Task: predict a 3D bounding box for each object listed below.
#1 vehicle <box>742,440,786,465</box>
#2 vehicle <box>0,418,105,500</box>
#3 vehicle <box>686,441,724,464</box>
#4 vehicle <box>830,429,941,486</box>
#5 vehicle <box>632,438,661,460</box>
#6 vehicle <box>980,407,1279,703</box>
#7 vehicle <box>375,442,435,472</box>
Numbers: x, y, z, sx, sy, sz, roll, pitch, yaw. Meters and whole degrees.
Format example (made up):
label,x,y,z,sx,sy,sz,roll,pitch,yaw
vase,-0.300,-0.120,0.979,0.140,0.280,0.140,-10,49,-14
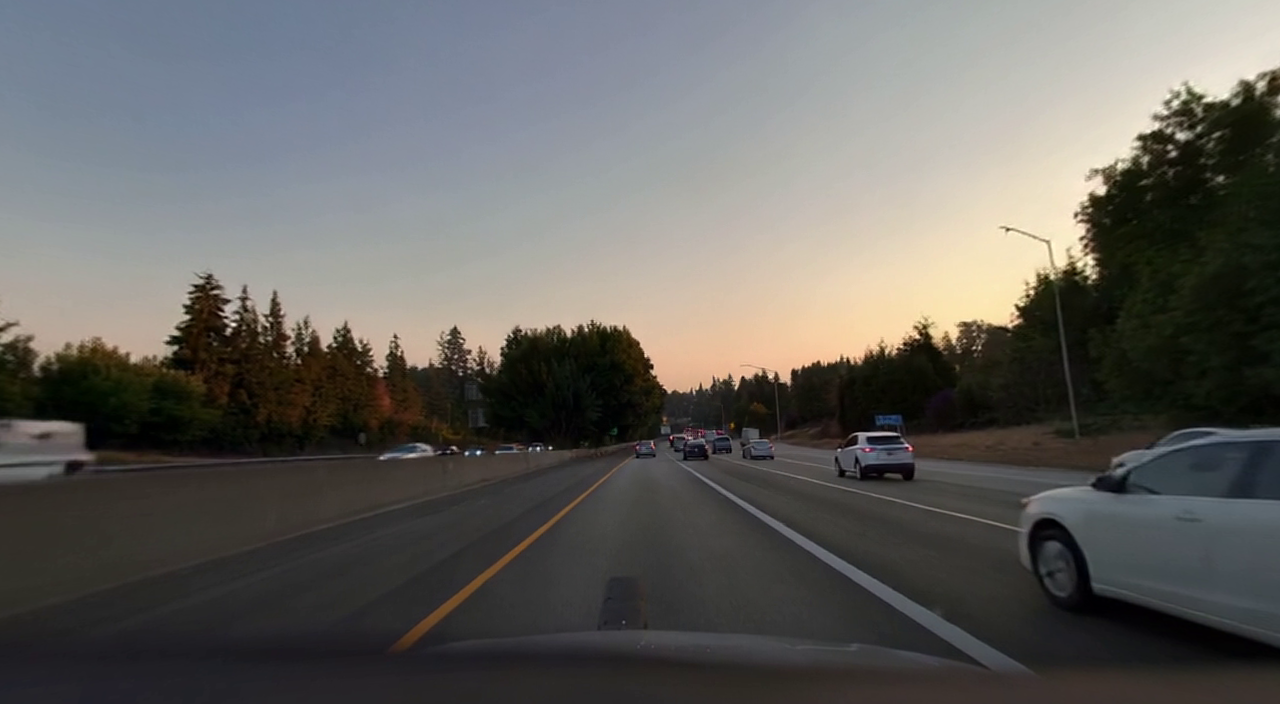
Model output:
label,x,y,z,sx,sy,sz,roll,pitch,yaw
vehicle,8.033,6.532,41.154,1.919,1.476,4.303,0,-8,-1
vehicle,-21.362,3.484,20.630,2.442,2.577,5.925,0,-8,0
vehicle,4.433,6.905,43.500,2.118,1.438,4.312,0,-8,-1
vehicle,8.145,3.540,21.394,1.986,1.703,4.226,0,-8,-1
vehicle,0.492,7.438,48.368,2.124,1.639,4.122,0,-8,1
vehicle,4.171,1.019,3.083,2.223,1.483,5.075,0,-8,0
vehicle,-13.586,6.072,36.757,1.847,1.610,4.188,0,-8,0
